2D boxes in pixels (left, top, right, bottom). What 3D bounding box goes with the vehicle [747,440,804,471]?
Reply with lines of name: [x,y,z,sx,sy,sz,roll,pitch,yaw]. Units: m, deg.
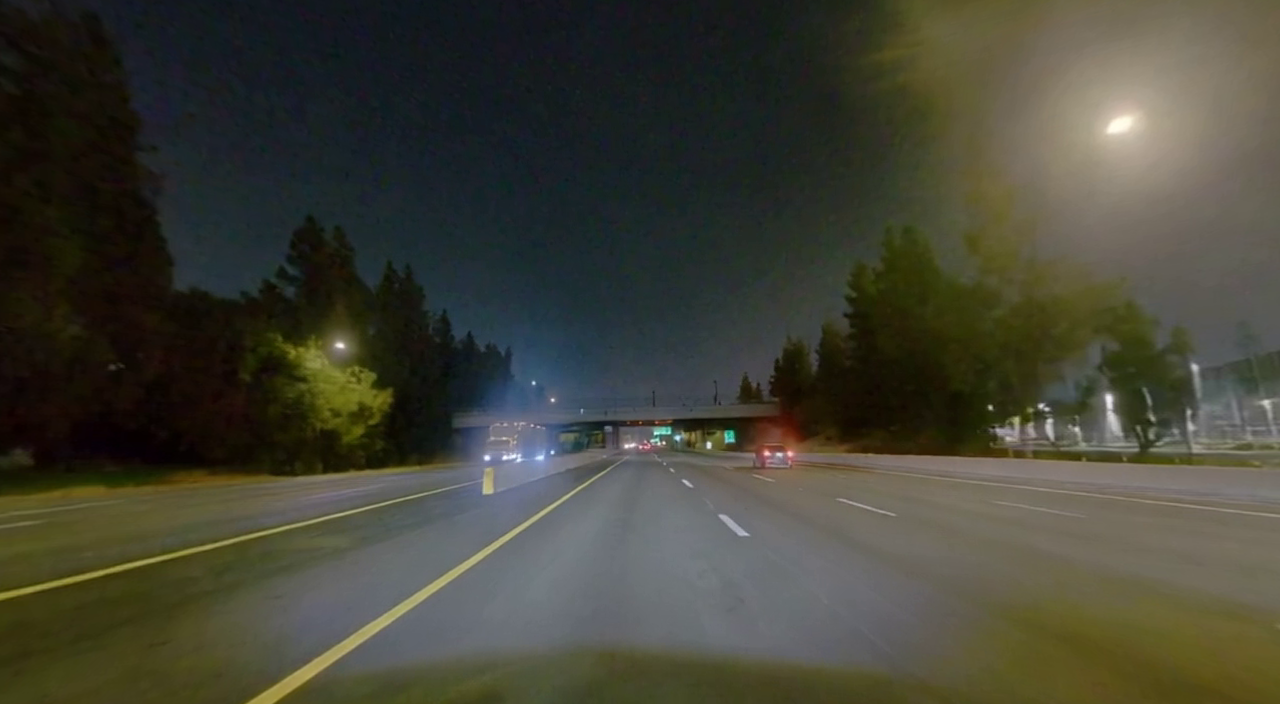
vehicle: [7.065,5.420,33.246,2.025,1.484,4.208,0,-8,-1]
